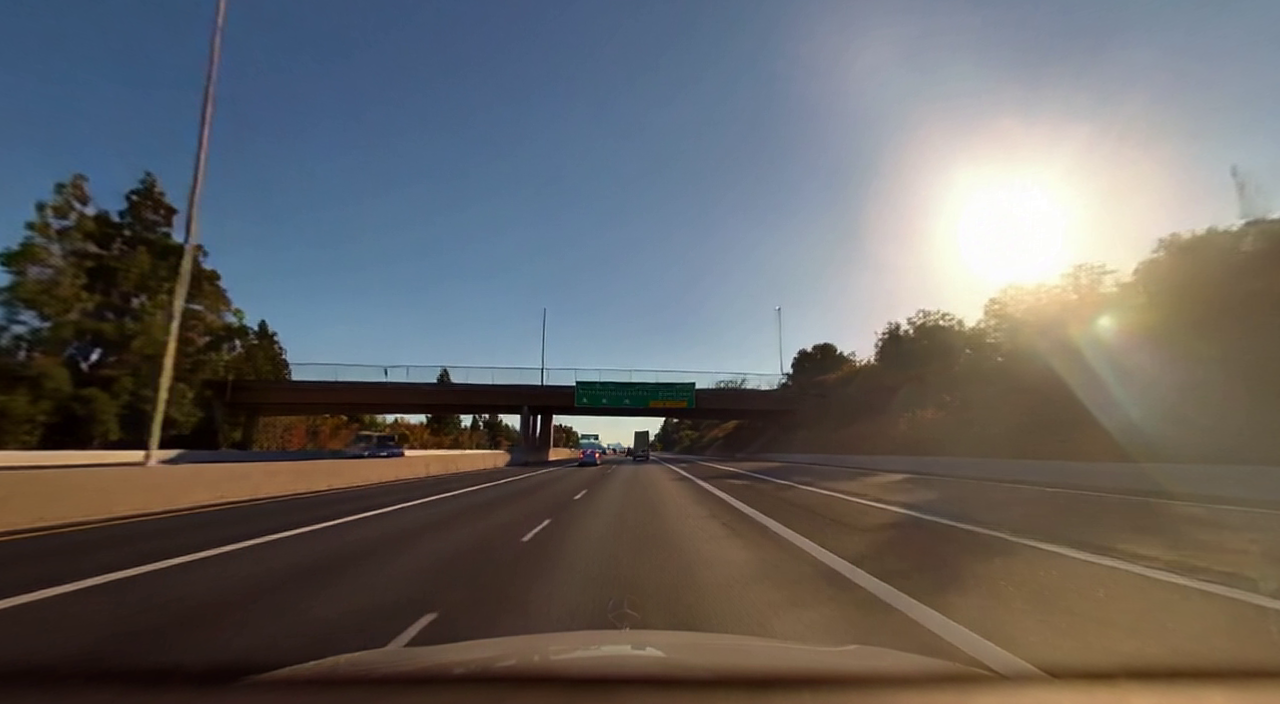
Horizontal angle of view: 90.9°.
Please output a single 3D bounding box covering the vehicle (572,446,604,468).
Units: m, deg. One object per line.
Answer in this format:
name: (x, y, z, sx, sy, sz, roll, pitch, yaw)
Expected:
vehicle: (-3.863, 7.901, 47.711, 2.070, 1.564, 4.145, 0, -9, 0)
